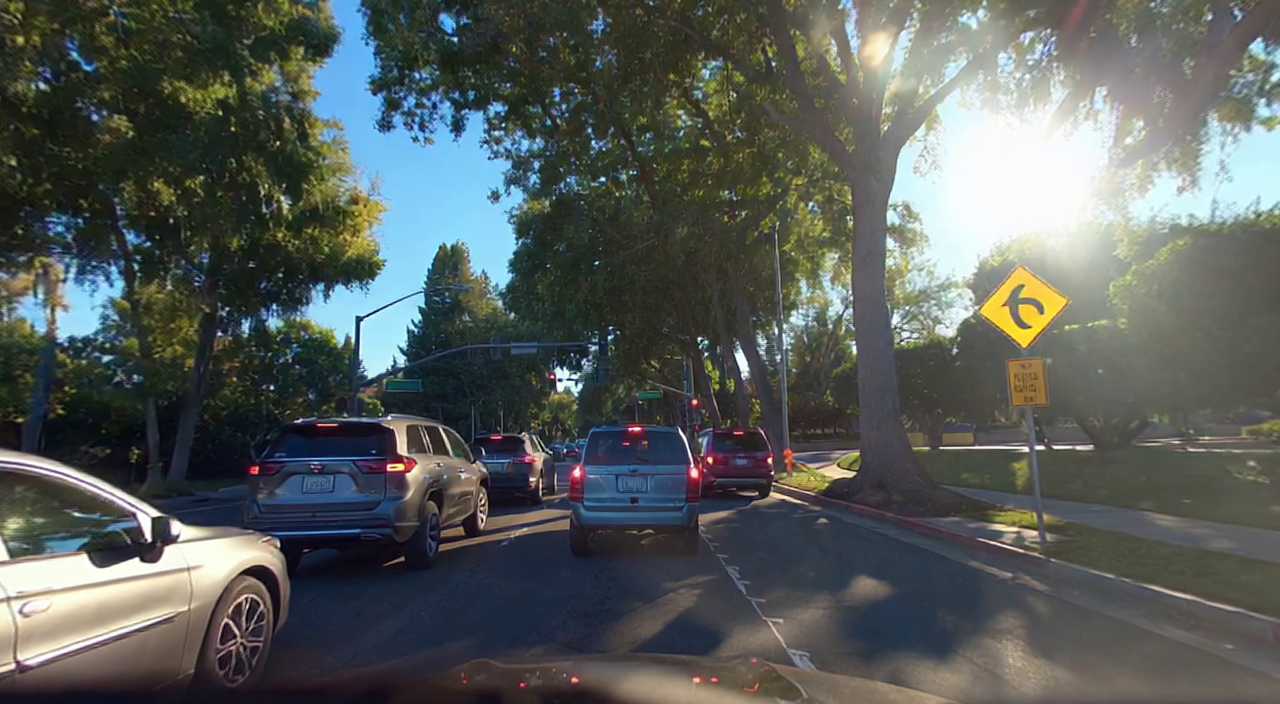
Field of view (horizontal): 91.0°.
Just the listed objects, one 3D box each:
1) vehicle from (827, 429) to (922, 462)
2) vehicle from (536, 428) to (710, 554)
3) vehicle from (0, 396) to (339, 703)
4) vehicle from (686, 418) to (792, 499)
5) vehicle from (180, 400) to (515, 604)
[{"bbox_3d":[11.373,4.556,30.693,3.883,1.534,1.779,0,-8,2],"label":"vehicle"},{"bbox_3d":[-0.251,1.916,9.336,2.025,1.453,3.848,0,-8,-2],"label":"vehicle"},{"bbox_3d":[-2.947,0.840,1.623,1.974,1.484,4.716,0,-8,1],"label":"vehicle"},{"bbox_3d":[2.456,2.805,16.872,2.059,1.864,4.541,0,-8,-1],"label":"vehicle"},{"bbox_3d":[-2.891,1.575,7.446,1.964,1.712,4.097,0,-8,0],"label":"vehicle"}]
